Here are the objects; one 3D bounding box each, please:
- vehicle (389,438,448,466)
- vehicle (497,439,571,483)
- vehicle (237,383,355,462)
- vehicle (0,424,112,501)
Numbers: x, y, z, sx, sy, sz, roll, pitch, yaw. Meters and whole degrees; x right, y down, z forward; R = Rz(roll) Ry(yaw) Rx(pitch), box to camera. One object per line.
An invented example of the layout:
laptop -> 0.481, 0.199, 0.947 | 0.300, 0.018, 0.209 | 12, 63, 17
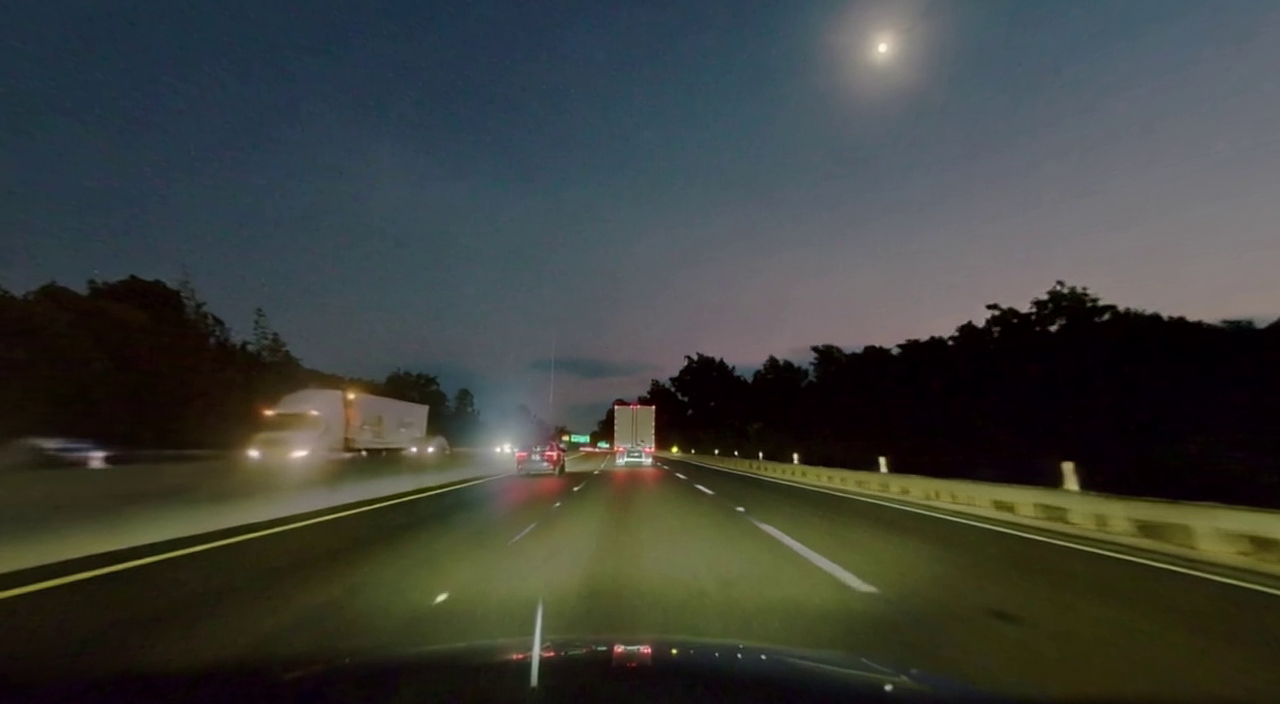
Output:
vehicle -> -13.471, 6.103, 38.347 | 2.004, 1.564, 4.488 | 0, -9, 0
vehicle -> -3.960, 4.196, 24.283 | 2.057, 1.519, 4.372 | 0, -9, 1
vehicle -> -17.312, 3.692, 32.021 | 3.288, 3.682, 4.837 | 0, -9, -3
vehicle -> -13.397, 2.195, 12.463 | 1.876, 1.486, 4.508 | 0, -9, -1
